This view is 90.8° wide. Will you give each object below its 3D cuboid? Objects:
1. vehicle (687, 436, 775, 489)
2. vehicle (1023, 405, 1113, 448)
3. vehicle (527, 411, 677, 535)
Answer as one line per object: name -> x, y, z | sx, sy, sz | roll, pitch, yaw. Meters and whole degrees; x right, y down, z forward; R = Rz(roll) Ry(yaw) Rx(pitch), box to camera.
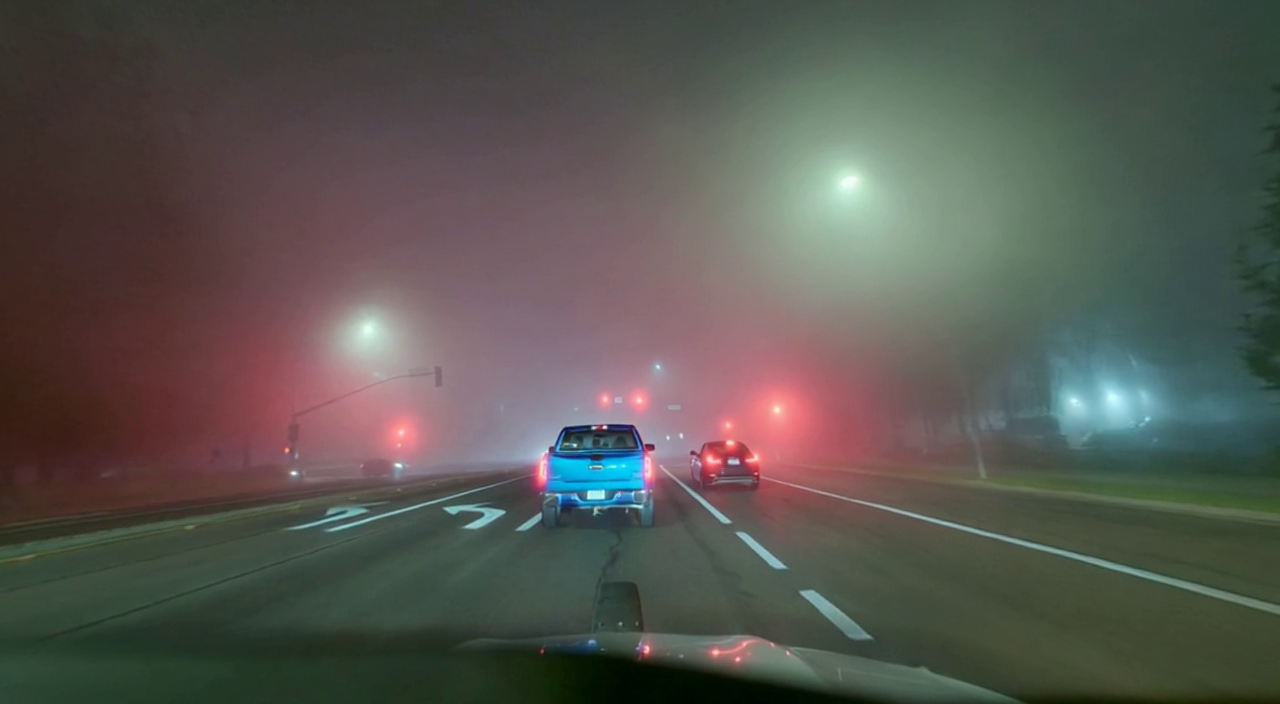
vehicle -> 2.788, 3.501, 20.351 | 2.073, 1.484, 4.437 | 0, -8, -1
vehicle -> 30.286, 5.385, 44.880 | 2.892, 2.881, 4.178 | 2, -9, -16
vehicle -> -0.553, 2.087, 11.482 | 2.145, 1.762, 4.731 | 0, -8, 0
